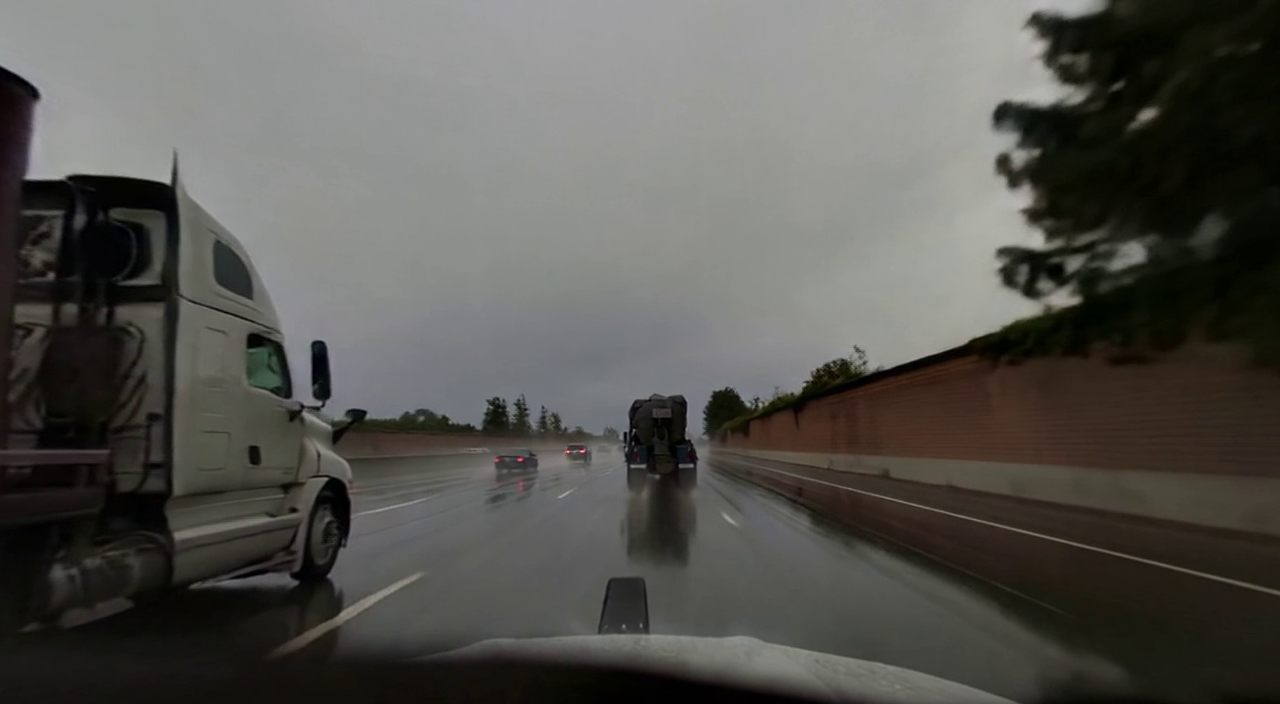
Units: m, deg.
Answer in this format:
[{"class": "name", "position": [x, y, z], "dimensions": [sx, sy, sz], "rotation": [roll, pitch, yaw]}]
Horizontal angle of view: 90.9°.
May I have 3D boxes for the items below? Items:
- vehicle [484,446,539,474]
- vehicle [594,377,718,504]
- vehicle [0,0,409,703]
[{"class": "vehicle", "position": [-7.203, 6.071, 35.766], "dimensions": [2.006, 1.458, 4.700], "rotation": [0, -8, 2]}, {"class": "vehicle", "position": [0.085, 2.757, 19.628], "dimensions": [2.798, 3.071, 8.412], "rotation": [1, -8, -6]}, {"class": "vehicle", "position": [-4.143, 0.062, 3.896], "dimensions": [2.998, 3.992, 5.800], "rotation": [0, -8, 2]}]
